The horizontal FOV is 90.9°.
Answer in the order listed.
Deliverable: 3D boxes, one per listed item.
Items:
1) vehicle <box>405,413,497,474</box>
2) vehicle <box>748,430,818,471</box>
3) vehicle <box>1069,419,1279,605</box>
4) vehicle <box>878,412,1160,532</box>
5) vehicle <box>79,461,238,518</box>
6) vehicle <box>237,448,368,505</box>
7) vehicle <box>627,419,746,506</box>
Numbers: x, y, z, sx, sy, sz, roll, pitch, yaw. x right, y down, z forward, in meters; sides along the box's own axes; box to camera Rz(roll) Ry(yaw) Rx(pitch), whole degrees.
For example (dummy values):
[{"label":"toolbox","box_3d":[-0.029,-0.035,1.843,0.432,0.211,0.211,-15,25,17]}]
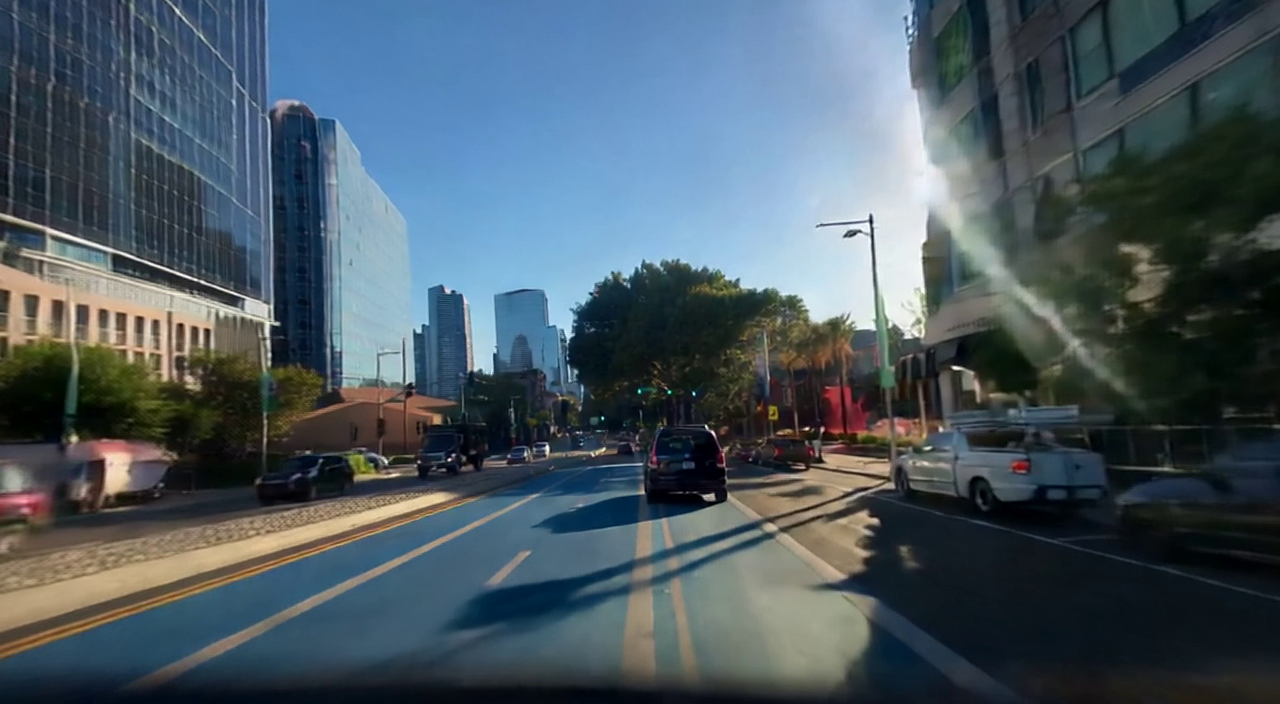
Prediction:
[{"label":"vehicle","box_3d":[-13.180,6.610,45.388,3.101,3.878,10.902,0,-9,1]},{"label":"vehicle","box_3d":[6.828,4.804,30.820,2.205,1.823,5.078,0,-9,0]},{"label":"vehicle","box_3d":[6.433,1.355,5.389,2.106,1.550,5.046,0,-9,2]},{"label":"vehicle","box_3d":[6.702,2.216,12.263,2.088,1.761,5.697,0,-9,2]},{"label":"vehicle","box_3d":[-19.370,5.524,25.857,2.223,1.971,5.622,1,-9,-2]},{"label":"vehicle","box_3d":[-11.652,4.280,22.301,2.191,1.763,5.059,1,-9,-5]},{"label":"vehicle","box_3d":[0.912,2.592,15.147,2.283,1.773,4.255,0,-9,-3]}]
